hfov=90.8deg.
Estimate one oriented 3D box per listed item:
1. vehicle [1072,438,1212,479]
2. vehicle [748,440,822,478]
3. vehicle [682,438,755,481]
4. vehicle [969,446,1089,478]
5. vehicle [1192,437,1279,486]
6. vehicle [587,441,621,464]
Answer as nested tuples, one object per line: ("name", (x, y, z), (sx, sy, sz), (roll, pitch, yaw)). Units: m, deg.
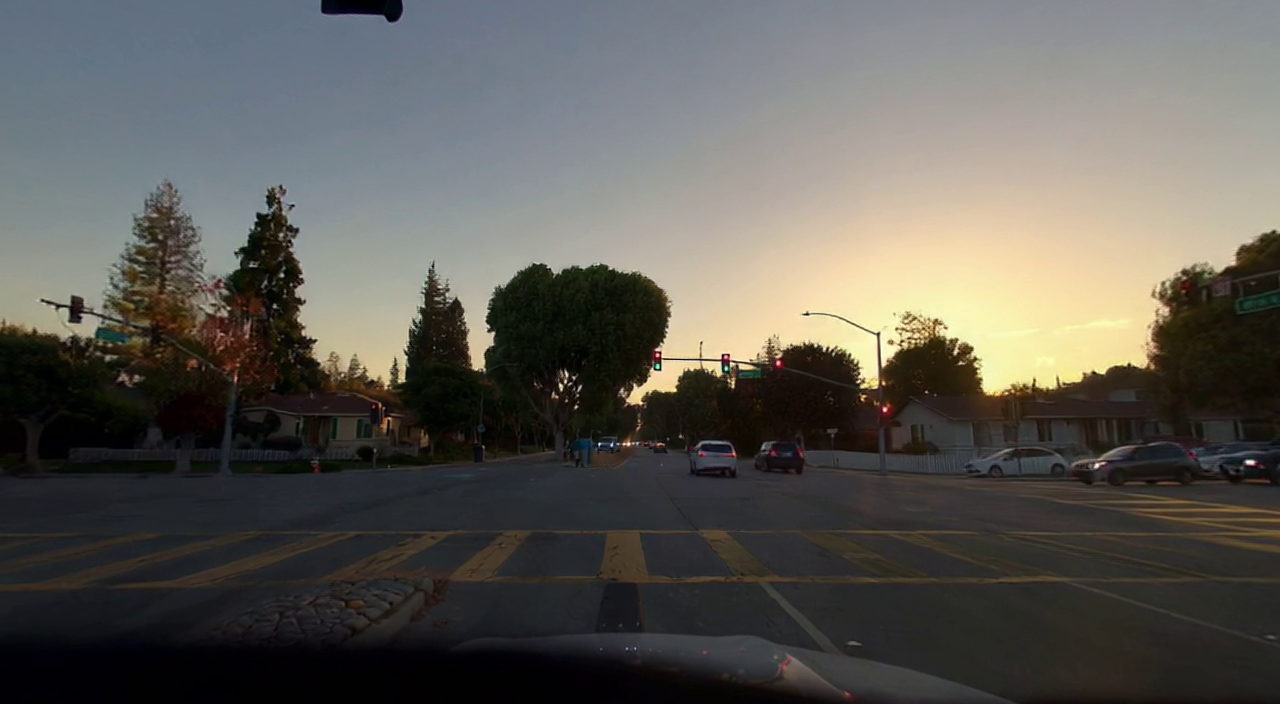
("vehicle", (23.523, 4.988, 29.732), (4.807, 1.835, 2.033), (0, -9, -1))
("vehicle", (6.255, 4.676, 27.839), (2.074, 1.530, 4.565), (0, -9, -1))
("vehicle", (2.929, 4.173, 24.759), (2.142, 1.506, 4.948), (0, -9, -1))
("vehicle", (19.761, 5.605, 32.229), (4.874, 1.544, 1.779), (0, -9, 1))
("vehicle", (23.651, 4.040, 23.453), (4.417, 1.725, 1.969), (0, -9, -1))
("vehicle", (-2.364, 6.713, 42.285), (2.045, 1.484, 3.991), (0, -9, 0))
